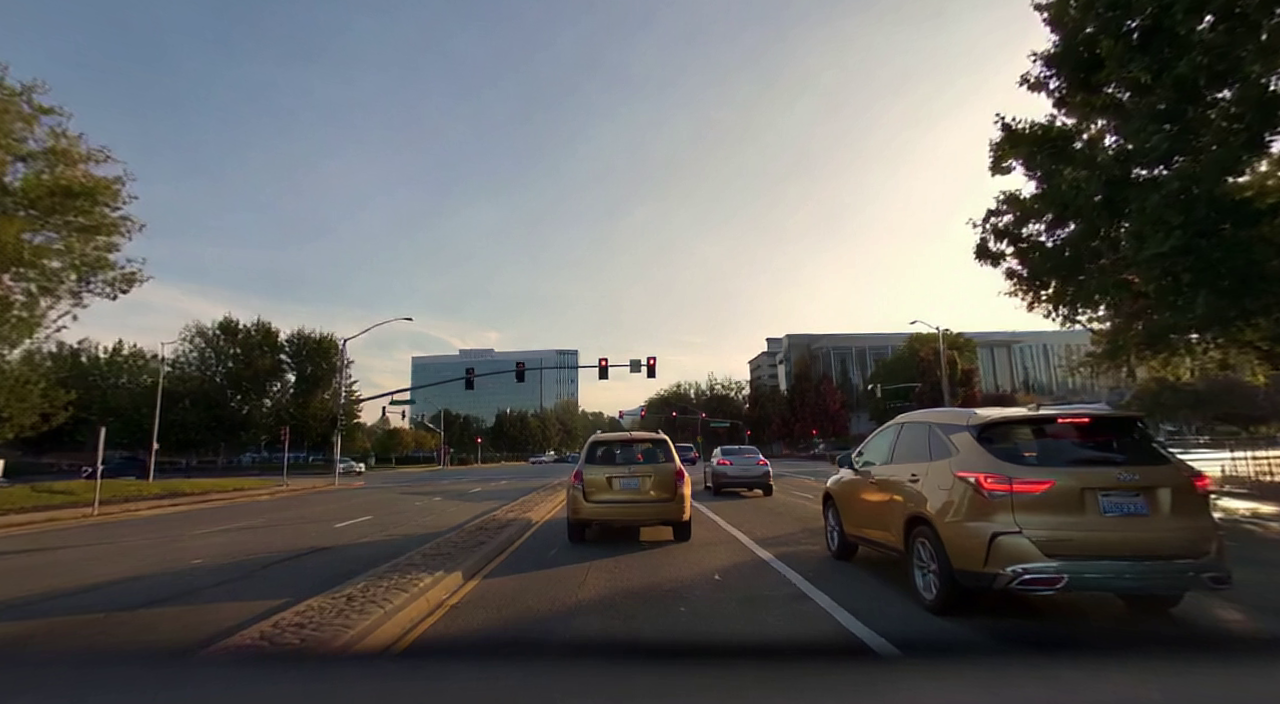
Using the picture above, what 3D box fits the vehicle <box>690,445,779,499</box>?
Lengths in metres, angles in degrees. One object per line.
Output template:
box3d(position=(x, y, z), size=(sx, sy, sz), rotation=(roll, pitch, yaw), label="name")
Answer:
box3d(position=(2.804, 3.647, 19.705), size=(1.900, 1.459, 4.260), rotation=(0, -9, -3), label="vehicle")

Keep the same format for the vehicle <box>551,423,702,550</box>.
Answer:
box3d(position=(-0.235, 2.128, 10.661), size=(2.039, 1.698, 4.144), rotation=(0, -9, -2), label="vehicle")

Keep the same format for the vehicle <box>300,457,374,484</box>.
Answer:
box3d(position=(-23.433, 9.119, 48.915), size=(4.905, 1.949, 2.354), rotation=(-3, -9, 21), label="vehicle")

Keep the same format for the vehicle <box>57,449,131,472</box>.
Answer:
box3d(position=(-40.176, 7.948, 46.632), size=(1.742, 1.526, 4.004), rotation=(-1, -7, 4), label="vehicle")

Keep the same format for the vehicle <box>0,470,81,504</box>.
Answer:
box3d(position=(-29.297, 6.352, 29.884), size=(3.771, 1.464, 1.670), rotation=(2, -9, -11), label="vehicle")

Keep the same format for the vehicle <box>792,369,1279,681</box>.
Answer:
box3d(position=(3.148, 1.321, 5.937), size=(2.228, 1.798, 4.370), rotation=(0, -9, -1), label="vehicle")
